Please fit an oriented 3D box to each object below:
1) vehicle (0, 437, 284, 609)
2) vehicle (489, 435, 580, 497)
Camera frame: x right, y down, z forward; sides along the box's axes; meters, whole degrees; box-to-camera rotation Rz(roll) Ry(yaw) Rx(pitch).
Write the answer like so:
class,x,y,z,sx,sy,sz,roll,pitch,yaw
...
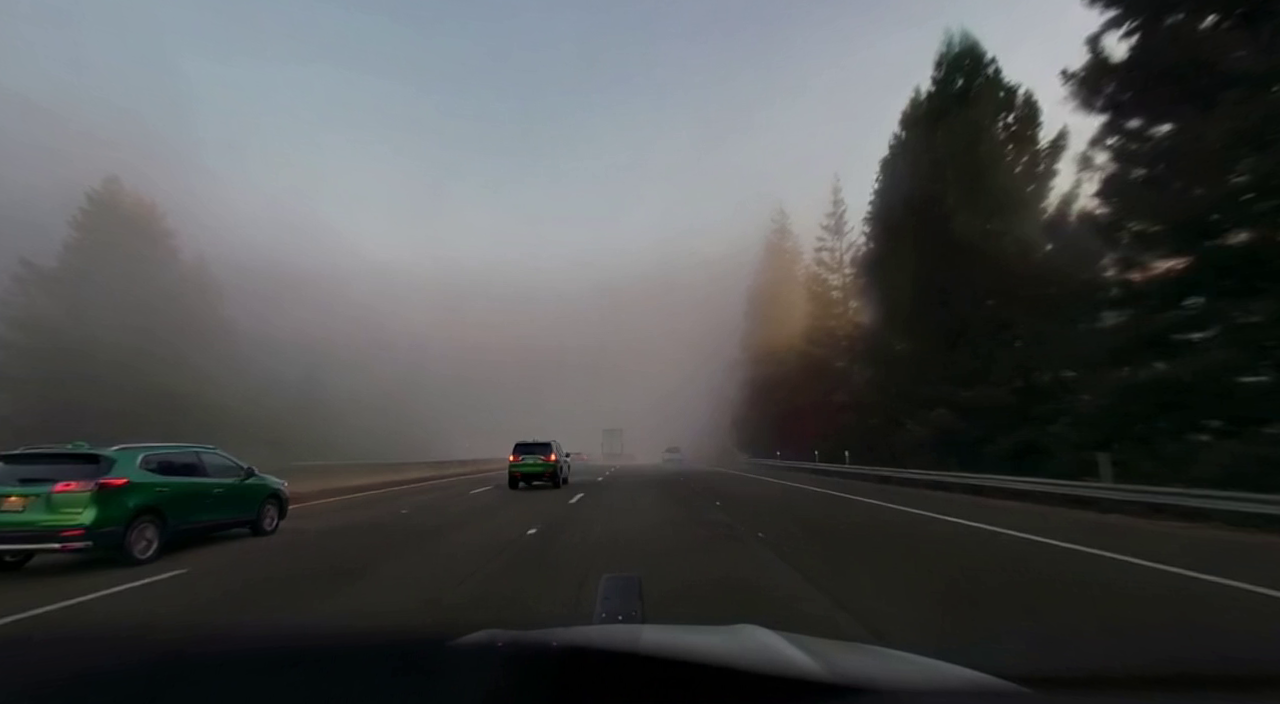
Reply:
class,x,y,z,sx,sy,sz,roll,pitch,yaw
vehicle,-6.651,1.848,7.798,1.969,1.520,4.190,0,-9,1
vehicle,-3.219,3.600,20.203,2.111,1.742,4.315,0,-9,1
